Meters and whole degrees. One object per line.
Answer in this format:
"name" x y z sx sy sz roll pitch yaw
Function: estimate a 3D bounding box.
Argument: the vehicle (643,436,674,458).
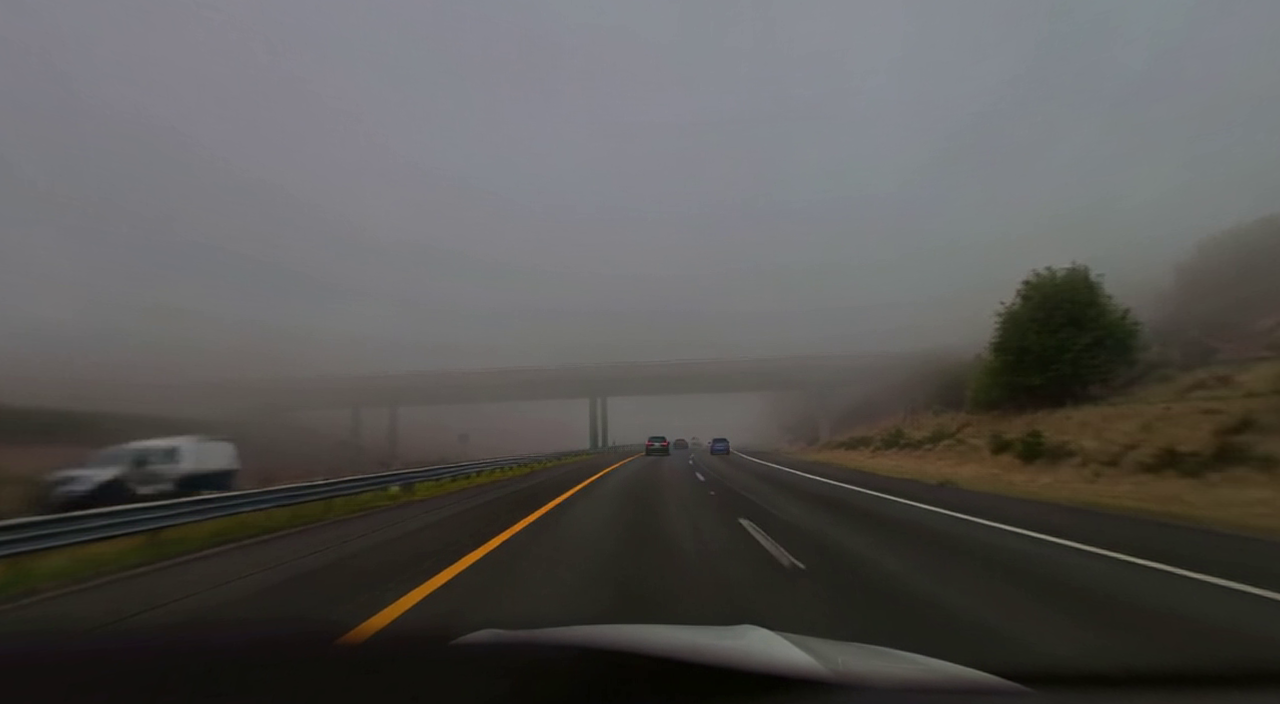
"vehicle" 1.350 6.766 45.087 1.993 1.461 3.812 -1 -8 4
